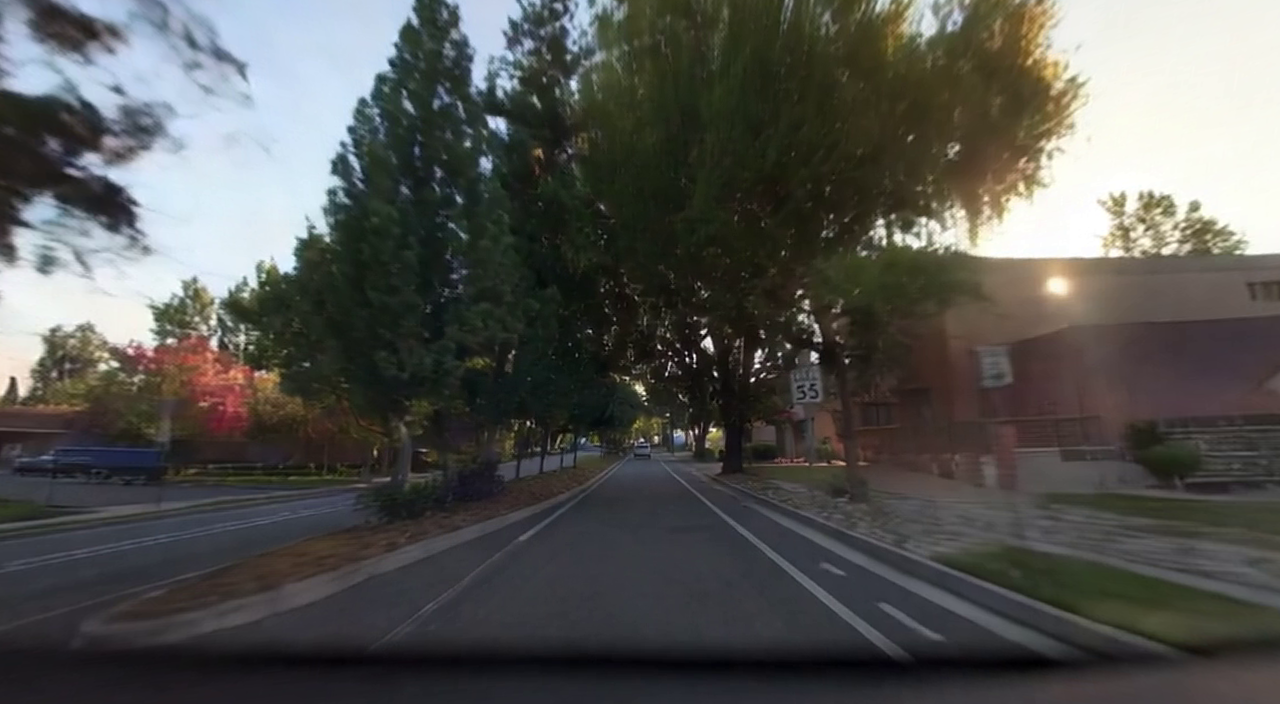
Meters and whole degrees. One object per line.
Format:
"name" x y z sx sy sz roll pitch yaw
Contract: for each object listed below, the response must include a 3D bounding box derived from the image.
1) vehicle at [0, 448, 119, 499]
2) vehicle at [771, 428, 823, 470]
"vehicle" -20.083 3.989 21.162 2.061 1.475 4.357 1 -8 -10
"vehicle" 11.255 7.055 45.677 2.001 1.744 4.449 -4 -23 -9
